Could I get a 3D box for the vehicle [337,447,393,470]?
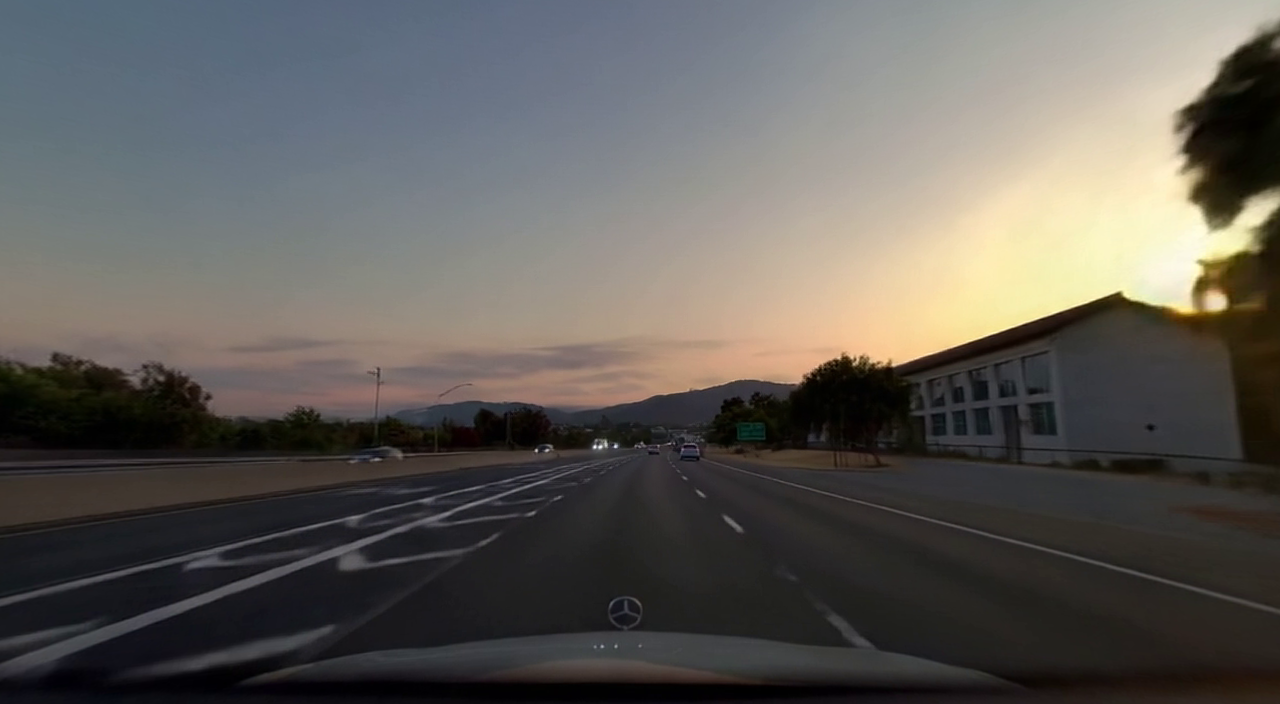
[{"bbox_3d":[-19.316,7.506,44.524,1.827,1.469,4.489,0,-8,1],"label":"vehicle"}]
